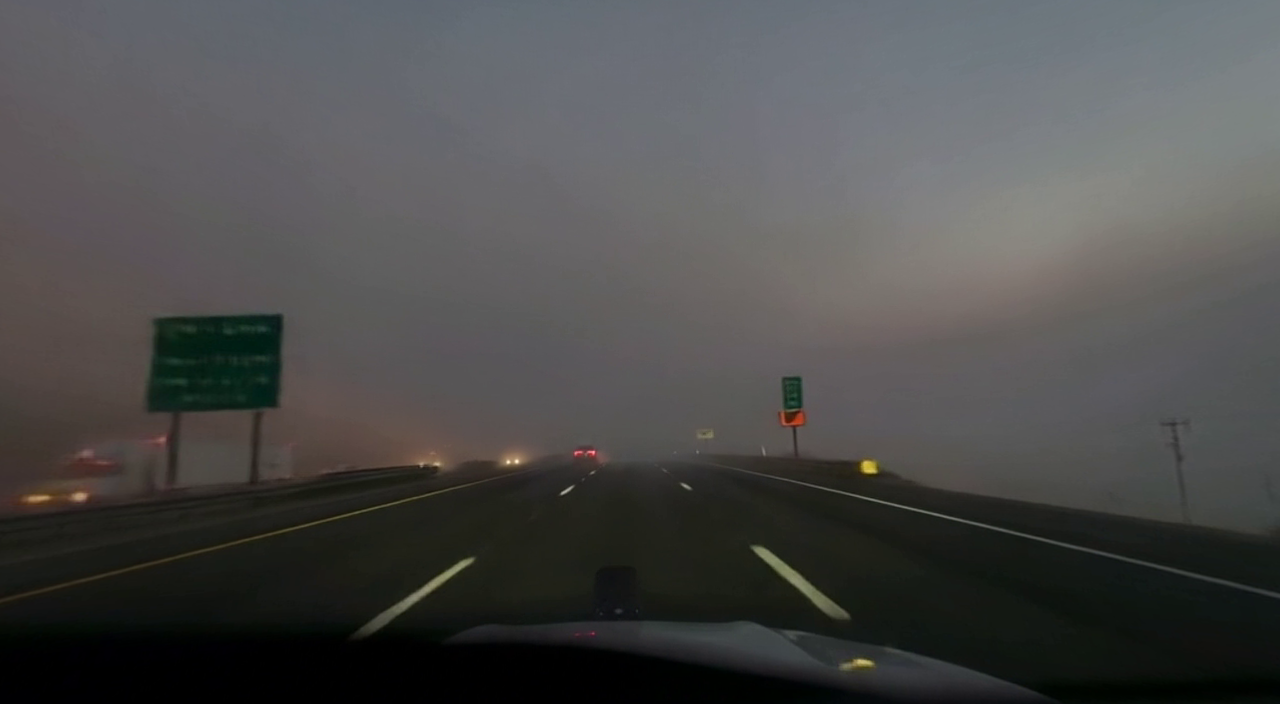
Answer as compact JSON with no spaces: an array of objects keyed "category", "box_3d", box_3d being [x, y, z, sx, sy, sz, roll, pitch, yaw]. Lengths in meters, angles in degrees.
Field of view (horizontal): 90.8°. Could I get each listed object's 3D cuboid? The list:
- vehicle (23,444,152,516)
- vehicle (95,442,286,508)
[{"category":"vehicle","box_3d":[-32.945,7.553,37.961,2.984,3.949,4.966,0,-8,0]},{"category":"vehicle","box_3d":[-33.097,8.988,48.229,2.915,4.119,16.122,0,-8,0]}]
